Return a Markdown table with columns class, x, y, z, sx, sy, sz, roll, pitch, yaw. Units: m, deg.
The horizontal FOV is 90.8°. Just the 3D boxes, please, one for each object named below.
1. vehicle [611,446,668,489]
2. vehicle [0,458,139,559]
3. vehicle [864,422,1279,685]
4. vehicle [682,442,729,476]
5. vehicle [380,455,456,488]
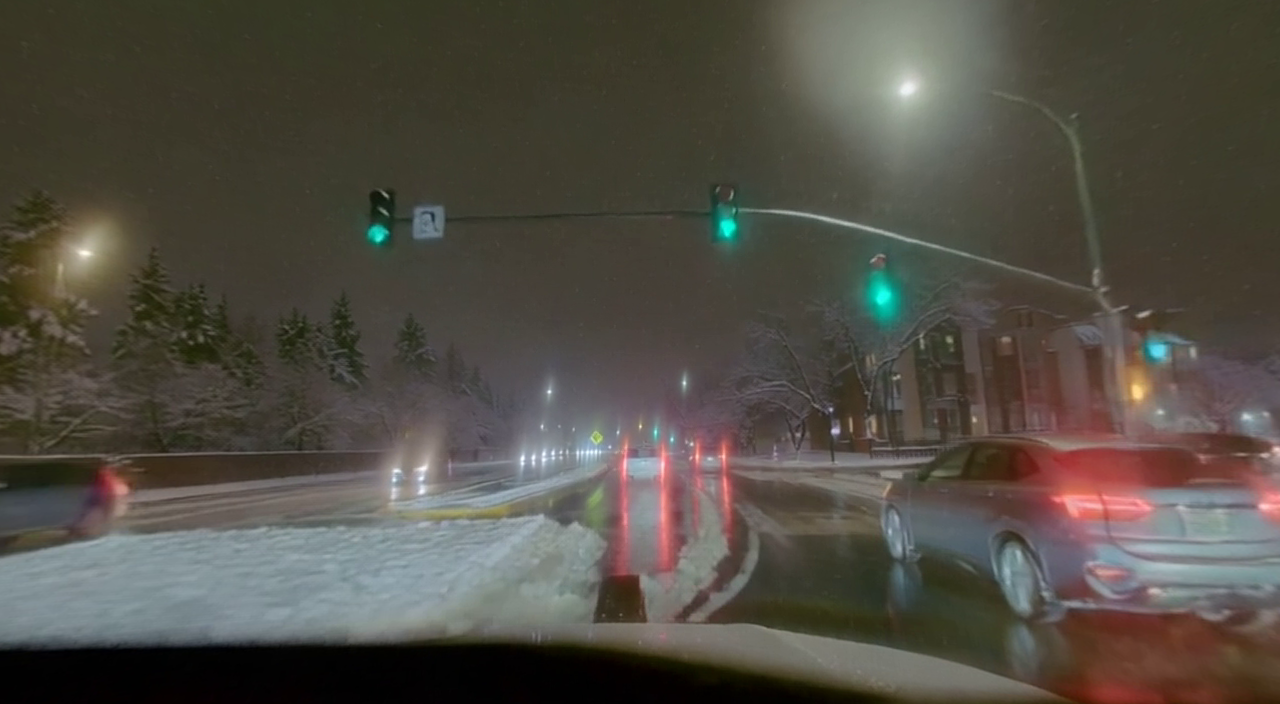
| class | x | y | z | sx | sy | sz | roll | pitch | yaw |
| --- | --- | --- | --- | --- | --- | --- | --- | --- | --- |
| vehicle | -0.004 | 4.408 | 24.502 | 2.034 | 1.500 | 3.966 | 0 | -8 | 0 |
| vehicle | -10.900 | 2.535 | 10.284 | 1.808 | 1.512 | 4.447 | 0 | -8 | 0 |
| vehicle | 3.922 | 1.473 | 5.861 | 2.049 | 1.473 | 4.425 | 0 | -8 | 0 |
| vehicle | 3.592 | 5.969 | 35.585 | 2.107 | 1.773 | 4.557 | 0 | -8 | -1 |
| vehicle | -10.913 | 5.873 | 31.390 | 2.043 | 1.456 | 4.627 | 0 | -8 | 1 |
